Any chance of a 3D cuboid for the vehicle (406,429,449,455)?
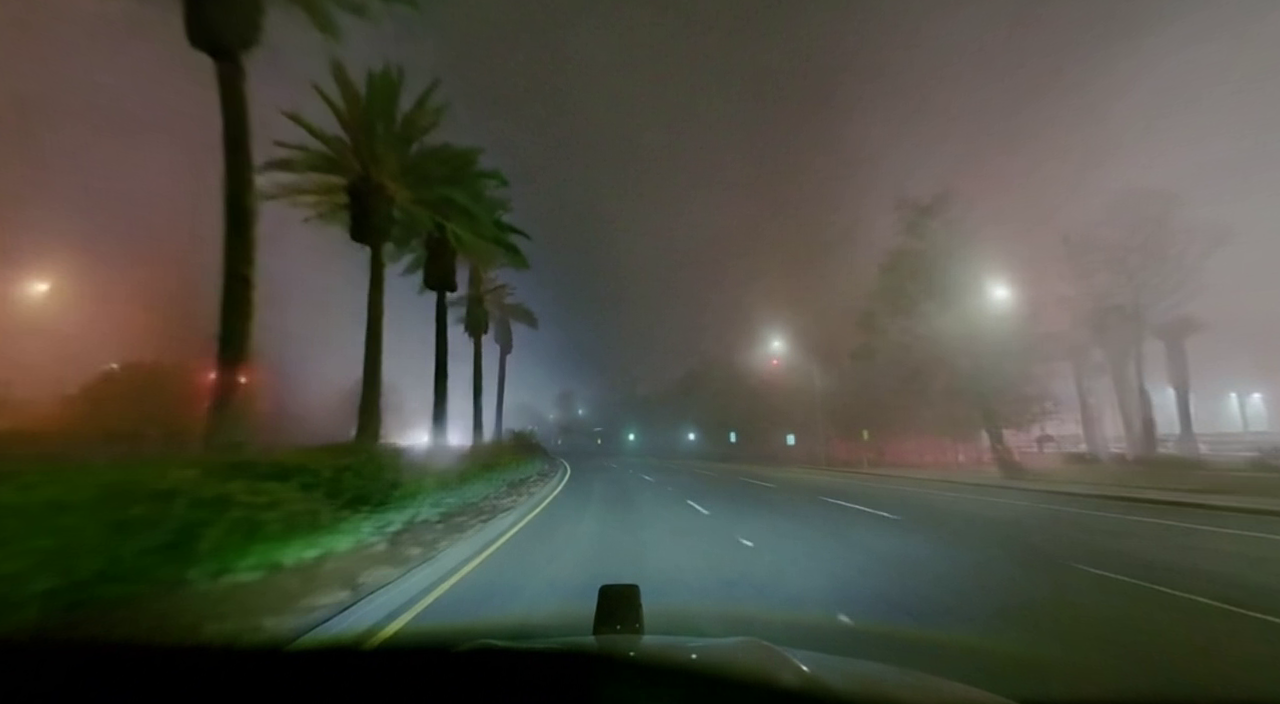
[{"bbox_3d":[-15.750,6.711,47.057,2.111,1.793,4.783,1,-9,-8],"label":"vehicle"}]
